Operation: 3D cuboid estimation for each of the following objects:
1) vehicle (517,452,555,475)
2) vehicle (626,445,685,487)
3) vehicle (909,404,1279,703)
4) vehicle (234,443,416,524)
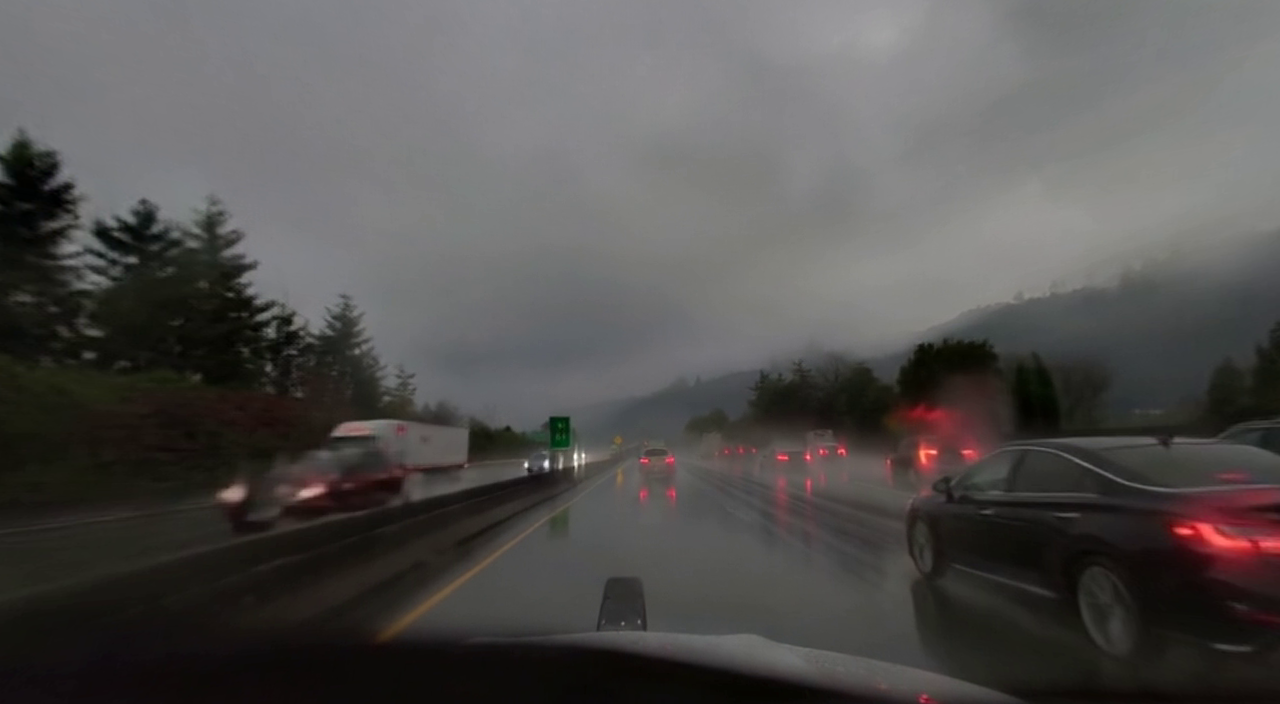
[{"bbox_3d":[-7.404,7.947,45.126,1.911,1.497,4.500,0,-9,0],"label":"vehicle"},{"bbox_3d":[0.578,4.556,25.476,2.177,1.520,4.278,0,-9,0],"label":"vehicle"},{"bbox_3d":[3.746,1.192,4.141,2.029,1.475,4.279,0,-9,0],"label":"vehicle"},{"bbox_3d":[-6.965,2.924,14.544,1.992,1.575,4.183,0,-9,0],"label":"vehicle"}]
